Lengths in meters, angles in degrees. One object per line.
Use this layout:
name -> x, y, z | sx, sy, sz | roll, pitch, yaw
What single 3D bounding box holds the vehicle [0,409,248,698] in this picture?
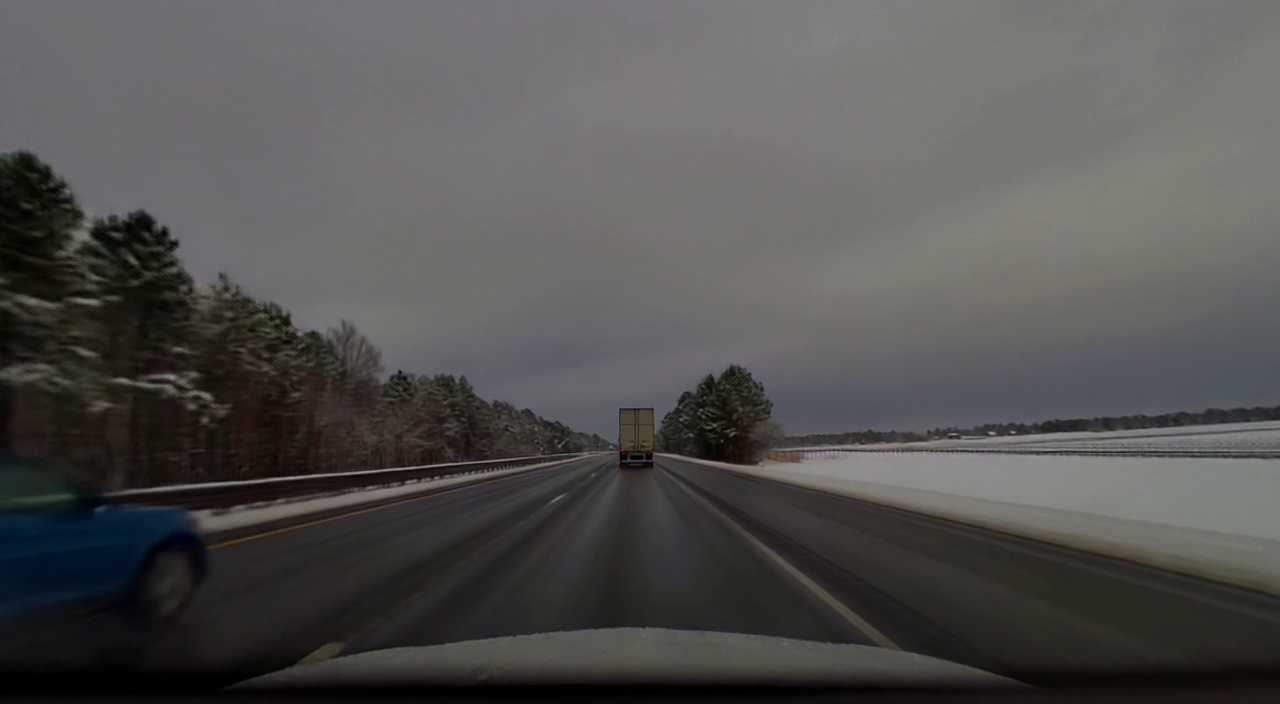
vehicle -> -4.319, 1.071, 3.400 | 1.937, 1.493, 3.779 | 0, -9, 0
